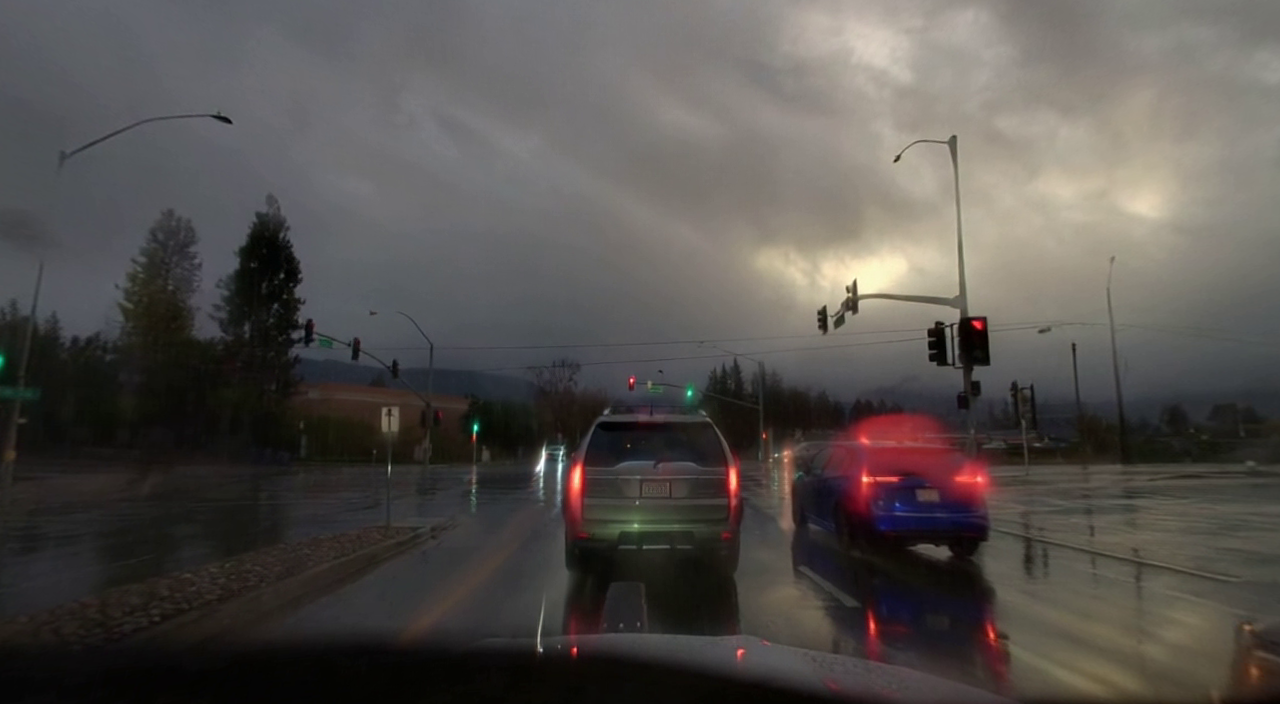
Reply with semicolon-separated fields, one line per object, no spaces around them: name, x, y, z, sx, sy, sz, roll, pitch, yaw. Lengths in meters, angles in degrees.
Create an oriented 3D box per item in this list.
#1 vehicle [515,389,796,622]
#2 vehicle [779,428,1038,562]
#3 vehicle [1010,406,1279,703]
vehicle;0.116;1.520;7.209;2.170;1.793;4.468;0;-8;0
vehicle;3.514;1.928;9.318;1.861;1.495;4.215;0;-8;-2
vehicle;3.152;0.823;1.470;1.924;1.466;4.461;0;-8;1
